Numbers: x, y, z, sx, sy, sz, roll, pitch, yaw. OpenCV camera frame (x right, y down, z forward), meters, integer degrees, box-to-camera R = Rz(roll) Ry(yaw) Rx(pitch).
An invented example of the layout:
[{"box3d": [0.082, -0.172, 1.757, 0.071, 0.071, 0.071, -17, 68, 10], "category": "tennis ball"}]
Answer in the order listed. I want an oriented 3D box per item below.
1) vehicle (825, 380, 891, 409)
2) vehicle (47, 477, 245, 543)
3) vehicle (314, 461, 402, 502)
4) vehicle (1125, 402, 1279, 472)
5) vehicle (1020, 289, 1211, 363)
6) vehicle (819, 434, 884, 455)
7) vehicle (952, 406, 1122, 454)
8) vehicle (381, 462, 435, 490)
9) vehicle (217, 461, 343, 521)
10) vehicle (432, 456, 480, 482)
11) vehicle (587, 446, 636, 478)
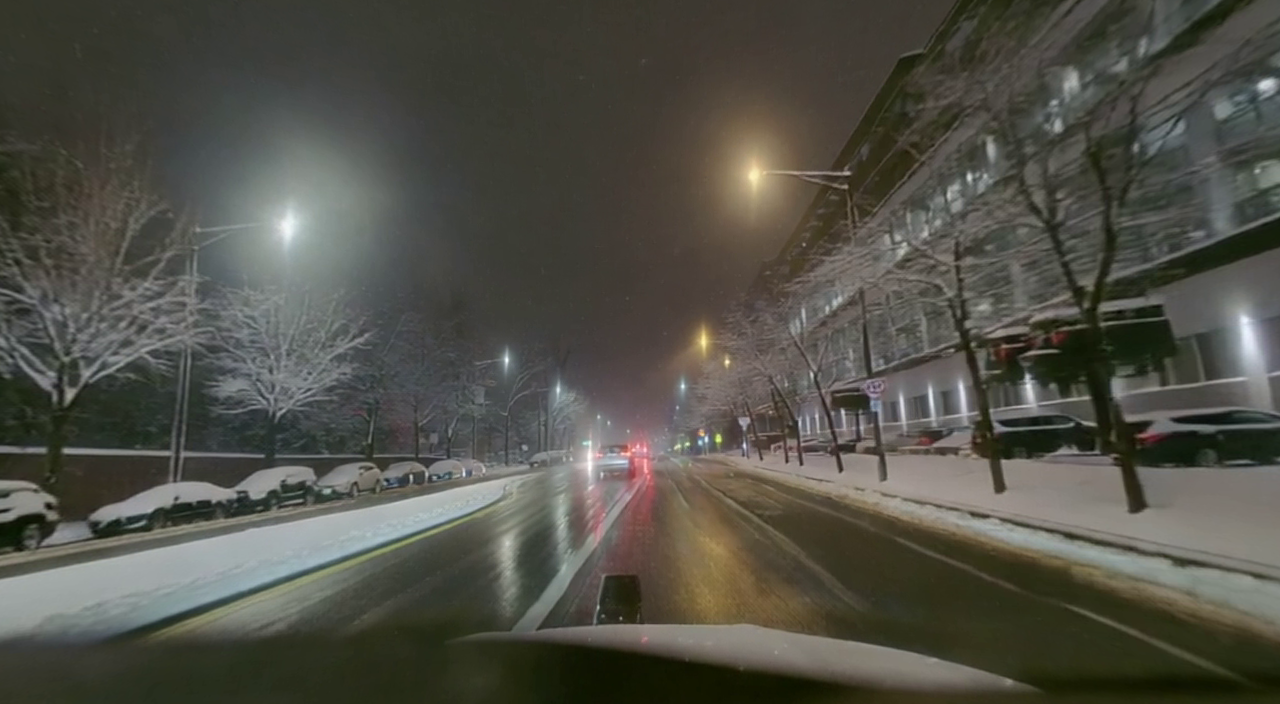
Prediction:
[{"box3d": [14.494, 2.862, 42.258, 3.766, 1.708, 1.810, -2, -10, 6], "category": "vehicle"}, {"box3d": [-14.397, 4.606, 18.869, 2.021, 1.438, 4.616, -3, -9, 4], "category": "vehicle"}, {"box3d": [-13.692, 6.283, 31.036, 1.984, 1.635, 4.525, -3, -9, 4], "category": "vehicle"}, {"box3d": [13.810, 1.954, 14.696, 3.527, 1.496, 1.836, 0, -7, 0], "category": "vehicle"}, {"box3d": [13.270, -0.684, 17.829, 3.826, 1.601, 1.807, -3, -8, 0], "category": "vehicle"}, {"box3d": [14.877, 6.539, 44.611, 3.620, 1.412, 2.472, 0, -9, -1], "category": "vehicle"}, {"box3d": [14.129, 2.847, 22.783, 4.619, 1.626, 2.121, -1, -8, 5], "category": "vehicle"}, {"box3d": [-13.523, 7.225, 37.066, 1.646, 1.462, 3.740, 0, -8, 1], "category": "vehicle"}, {"box3d": [-14.220, 5.457, 25.334, 1.917, 1.775, 5.018, -10, -9, 1], "category": "vehicle"}, {"box3d": [-13.258, 8.431, 45.718, 1.997, 1.668, 4.084, -1, -8, 4], "category": "vehicle"}, {"box3d": [-1.302, 5.306, 30.812, 2.051, 1.454, 4.132, 0, -8, 2], "category": "vehicle"}]
